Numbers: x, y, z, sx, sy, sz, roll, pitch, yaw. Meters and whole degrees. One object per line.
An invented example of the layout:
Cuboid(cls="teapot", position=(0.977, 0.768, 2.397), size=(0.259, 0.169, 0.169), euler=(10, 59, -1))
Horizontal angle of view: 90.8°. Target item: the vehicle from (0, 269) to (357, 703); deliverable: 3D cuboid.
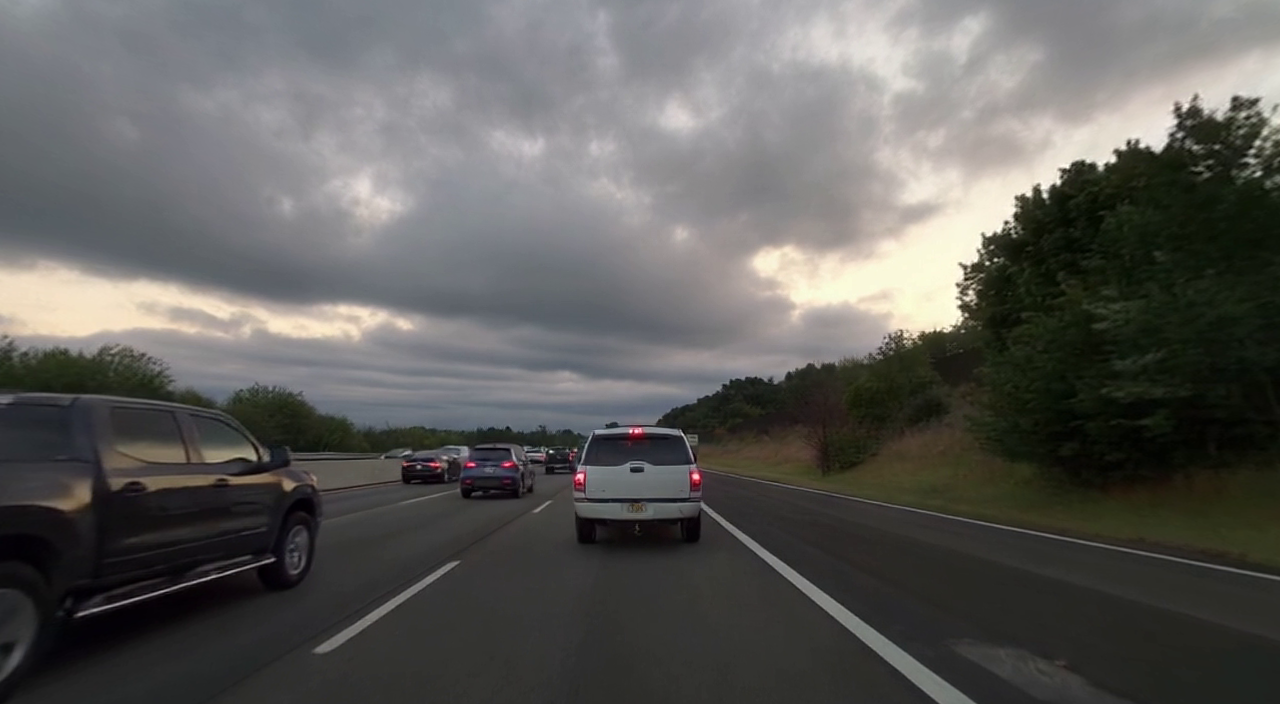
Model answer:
Cuboid(cls="vehicle", position=(-3.939, 0.894, 4.014), size=(2.055, 2.144, 4.782), euler=(0, -9, 0))

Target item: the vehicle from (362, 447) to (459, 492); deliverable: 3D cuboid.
Cuboid(cls="vehicle", position=(-8.265, 4.255, 23.230), size=(1.874, 1.470, 4.576), euler=(0, -9, 0))

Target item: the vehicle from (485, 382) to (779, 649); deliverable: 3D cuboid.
Cuboid(cls="vehicle", position=(-0.089, 1.369, 6.081), size=(1.995, 1.798, 3.380), euler=(0, -9, -1))
